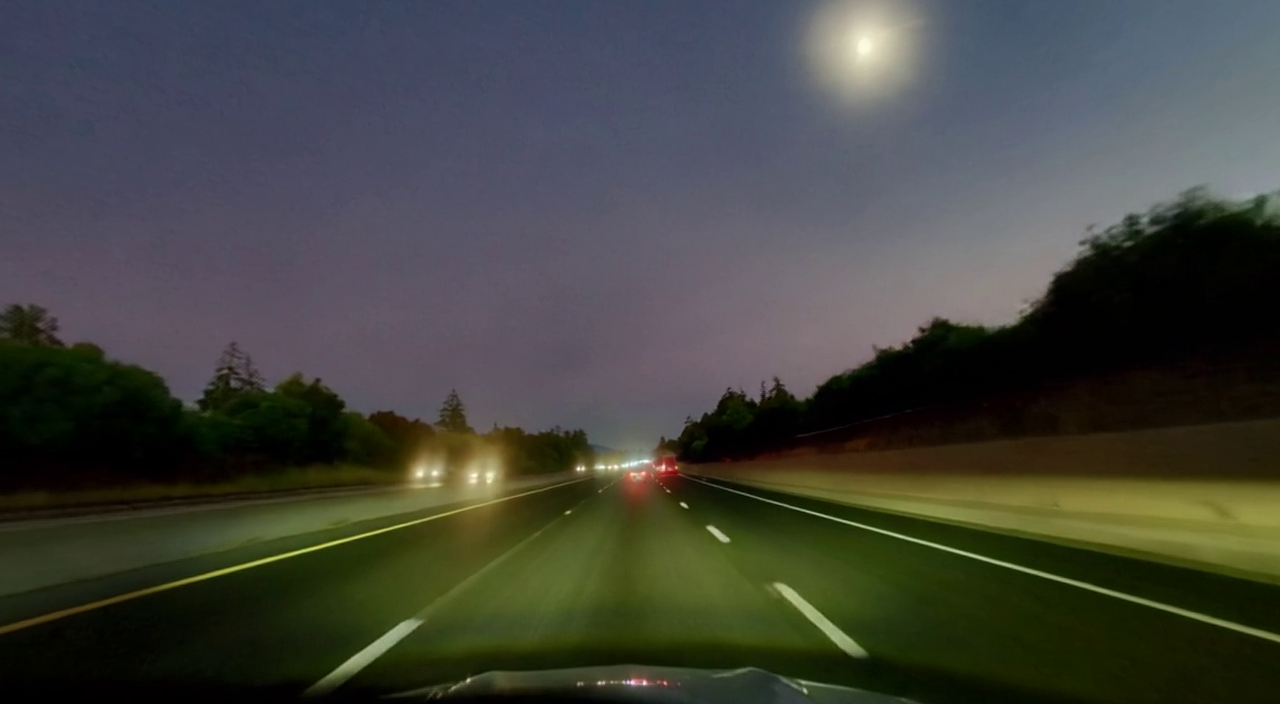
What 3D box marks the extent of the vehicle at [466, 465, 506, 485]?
[{"bbox_3d":[-12.107,9.696,49.739,1.885,1.461,4.779,1,-10,0],"label":"vehicle"}]
